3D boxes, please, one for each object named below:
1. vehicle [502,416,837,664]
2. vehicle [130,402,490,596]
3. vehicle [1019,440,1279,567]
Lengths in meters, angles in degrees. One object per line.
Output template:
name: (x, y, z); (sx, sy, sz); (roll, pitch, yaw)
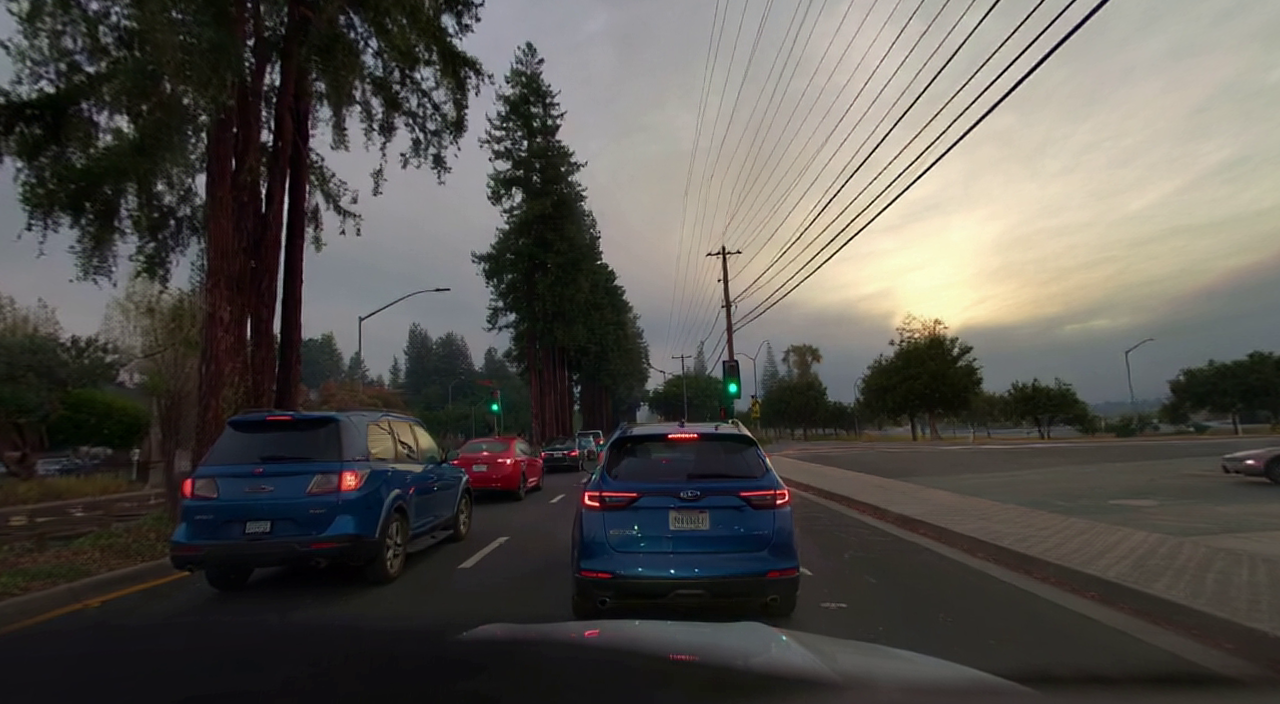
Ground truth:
vehicle: (0.116, 1.451, 5.952); (2.056, 1.487, 4.003); (0, -9, -2)
vehicle: (-3.473, 1.636, 7.874); (2.105, 1.706, 4.337); (0, -9, 0)
vehicle: (8.388, 2.161, 9.928); (1.993, 1.508, 4.521); (0, -9, -1)
